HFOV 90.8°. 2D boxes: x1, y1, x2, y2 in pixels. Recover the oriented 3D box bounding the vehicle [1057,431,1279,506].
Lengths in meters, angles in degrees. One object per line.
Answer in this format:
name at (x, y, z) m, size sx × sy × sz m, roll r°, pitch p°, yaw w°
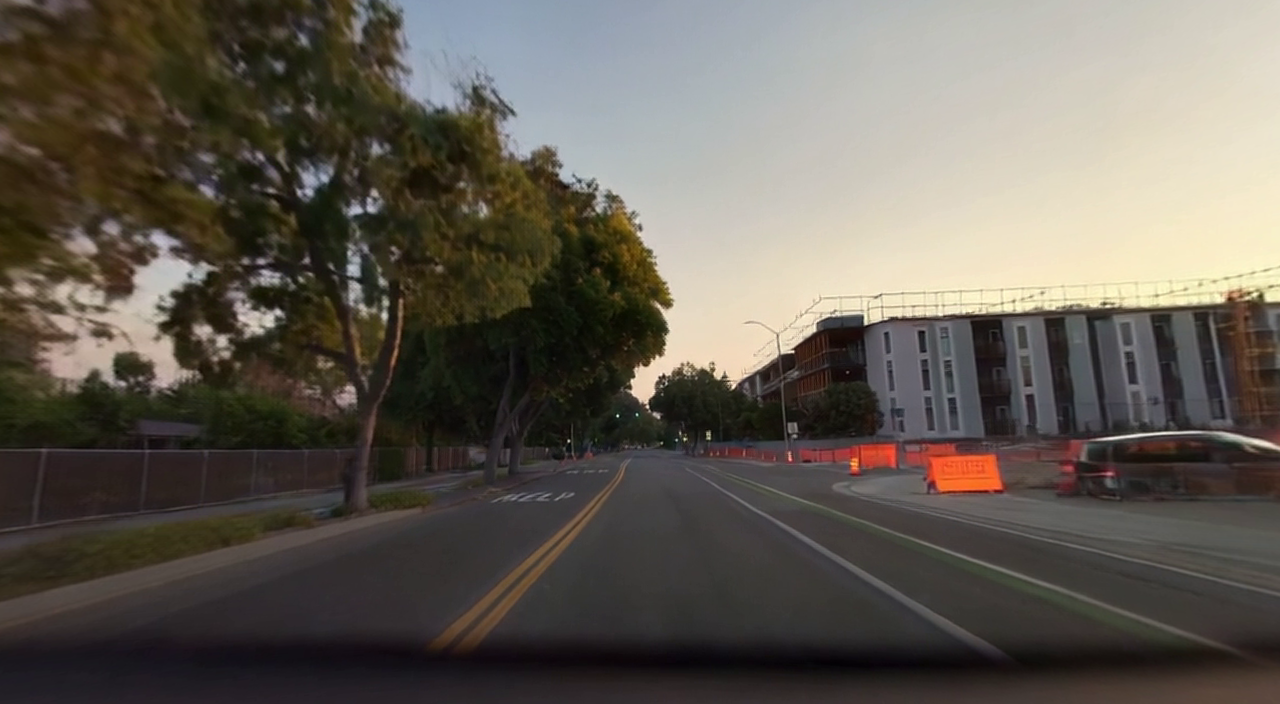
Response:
vehicle at (11.558, 2.394, 13.189) m, size 4.251 × 1.418 × 1.896 m, roll -1°, pitch -9°, yaw 4°
